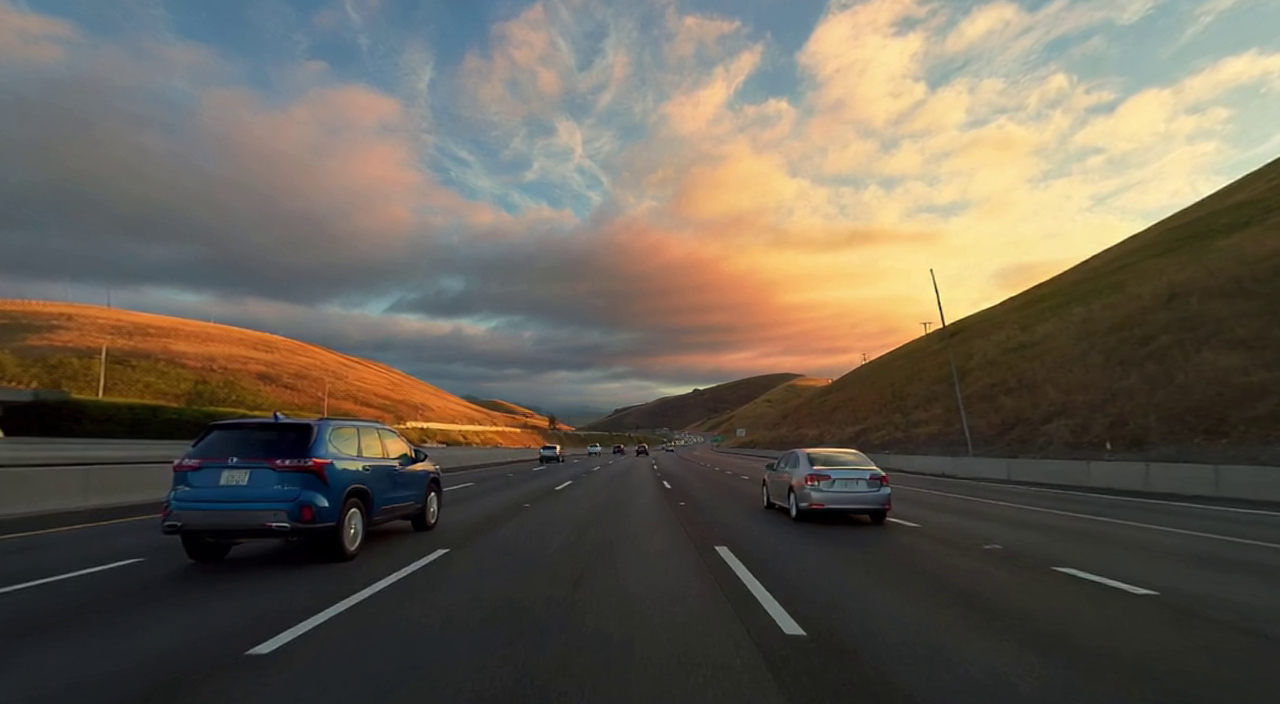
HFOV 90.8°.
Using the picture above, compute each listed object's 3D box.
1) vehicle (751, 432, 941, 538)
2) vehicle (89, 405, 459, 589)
[{"bbox_3d":[3.326,2.228,11.228,1.847,1.493,4.303,0,-9,-1],"label":"vehicle"},{"bbox_3d":[-4.110,1.715,8.334,2.047,1.715,4.689,0,-9,0],"label":"vehicle"}]
